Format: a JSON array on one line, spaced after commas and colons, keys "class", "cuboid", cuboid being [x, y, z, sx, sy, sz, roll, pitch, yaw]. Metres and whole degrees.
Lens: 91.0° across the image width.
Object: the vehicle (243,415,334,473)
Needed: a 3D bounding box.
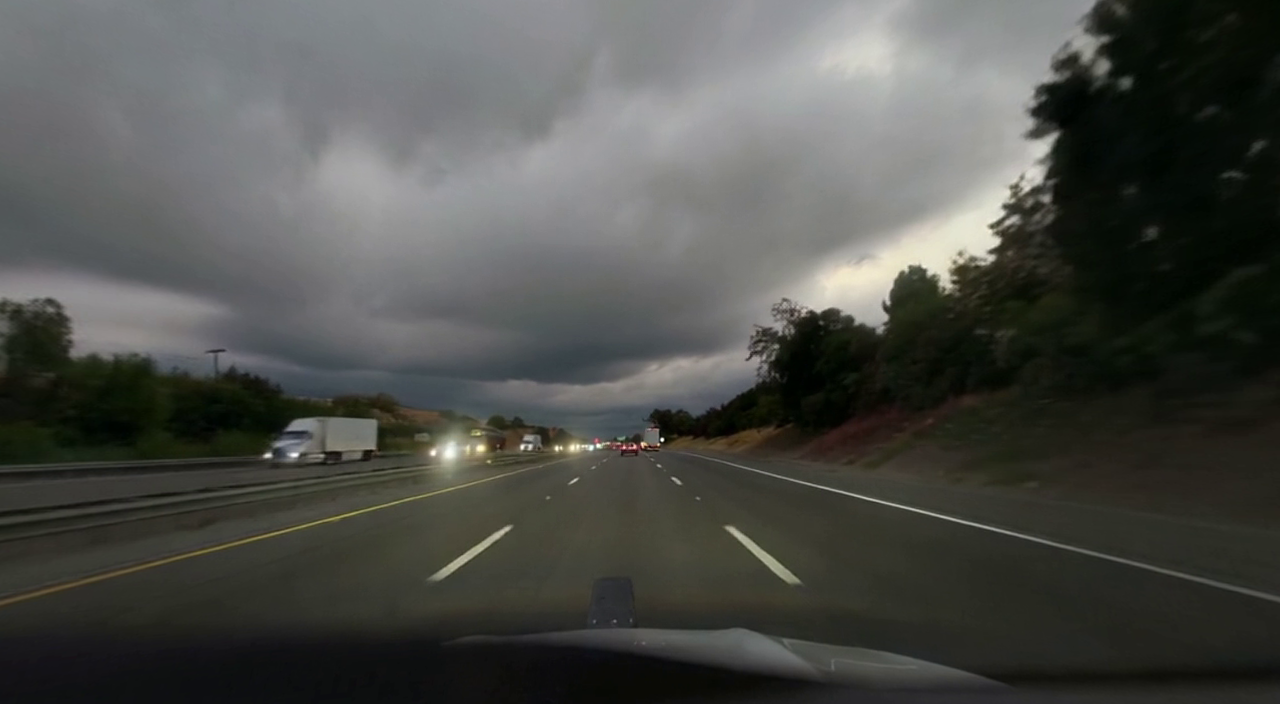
[{"class": "vehicle", "cuboid": [-24.342, 6.442, 44.027, 2.940, 3.748, 5.874, 0, -8, -1]}]
